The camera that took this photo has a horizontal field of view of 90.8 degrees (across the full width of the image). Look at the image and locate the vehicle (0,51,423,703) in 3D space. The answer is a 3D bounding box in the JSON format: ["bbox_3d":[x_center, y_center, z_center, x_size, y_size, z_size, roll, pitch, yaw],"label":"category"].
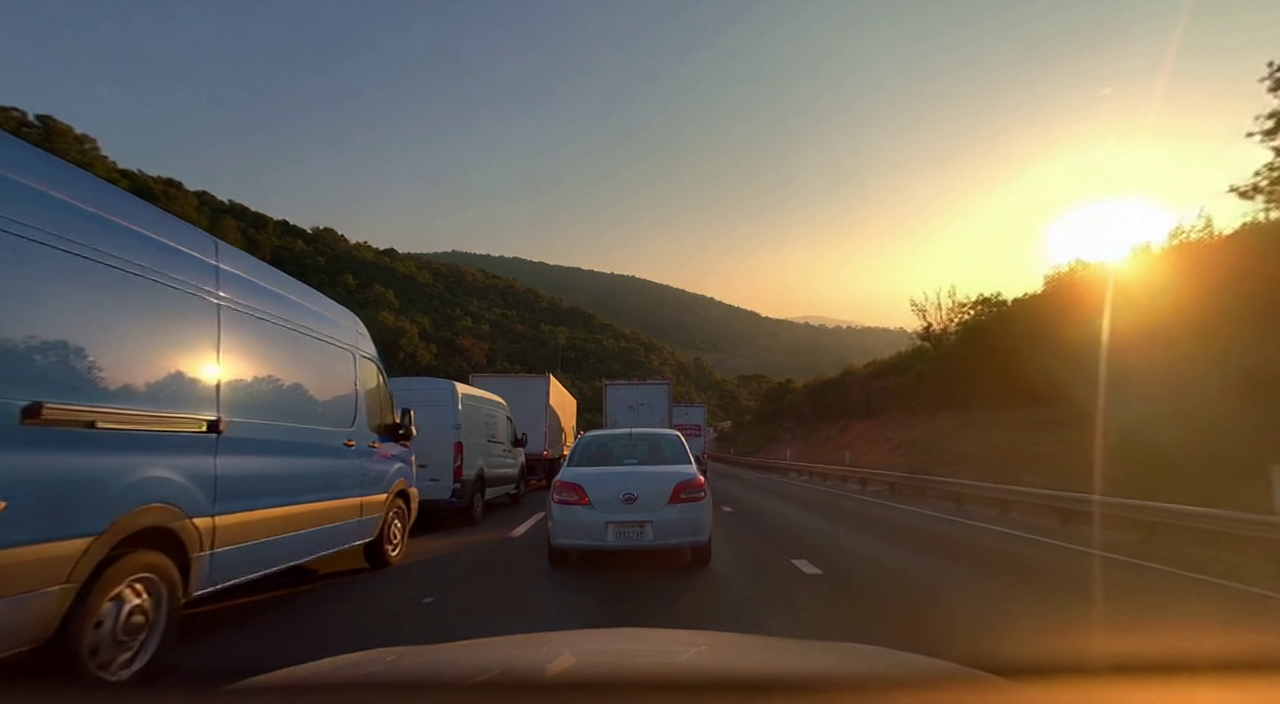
[{"bbox_3d":[-4.031,0.528,5.258,2.254,2.879,6.656,0,-9,-2],"label":"vehicle"}]

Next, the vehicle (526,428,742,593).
[{"bbox_3d":[-0.096,1.734,7.607,1.995,1.495,3.380,0,-9,-1],"label":"vehicle"}]
